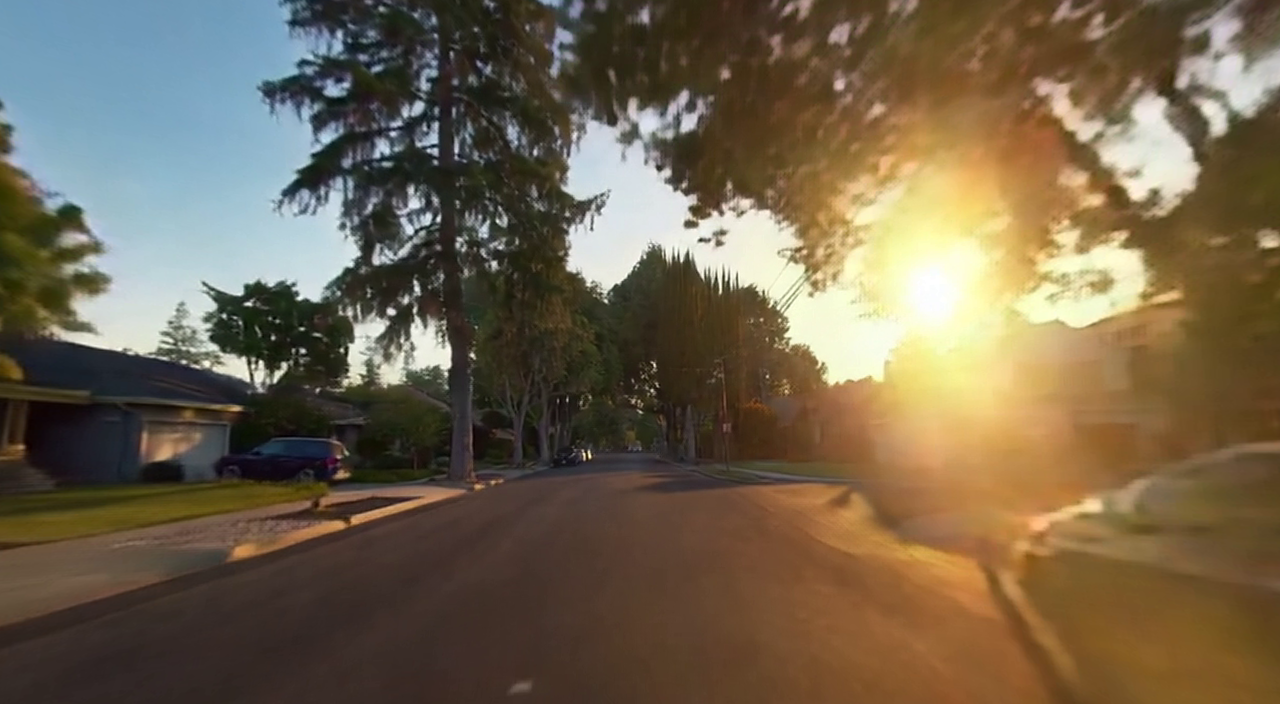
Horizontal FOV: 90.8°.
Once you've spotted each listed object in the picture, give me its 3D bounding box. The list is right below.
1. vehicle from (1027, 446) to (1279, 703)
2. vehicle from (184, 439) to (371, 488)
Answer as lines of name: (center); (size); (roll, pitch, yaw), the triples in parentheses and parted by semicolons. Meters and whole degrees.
vehicle: (3.849, 1.160, 2.775); (1.849, 1.470, 3.807); (0, -9, 0)
vehicle: (-14.152, 4.377, 25.061); (5.863, 1.773, 2.451); (0, -9, -4)
